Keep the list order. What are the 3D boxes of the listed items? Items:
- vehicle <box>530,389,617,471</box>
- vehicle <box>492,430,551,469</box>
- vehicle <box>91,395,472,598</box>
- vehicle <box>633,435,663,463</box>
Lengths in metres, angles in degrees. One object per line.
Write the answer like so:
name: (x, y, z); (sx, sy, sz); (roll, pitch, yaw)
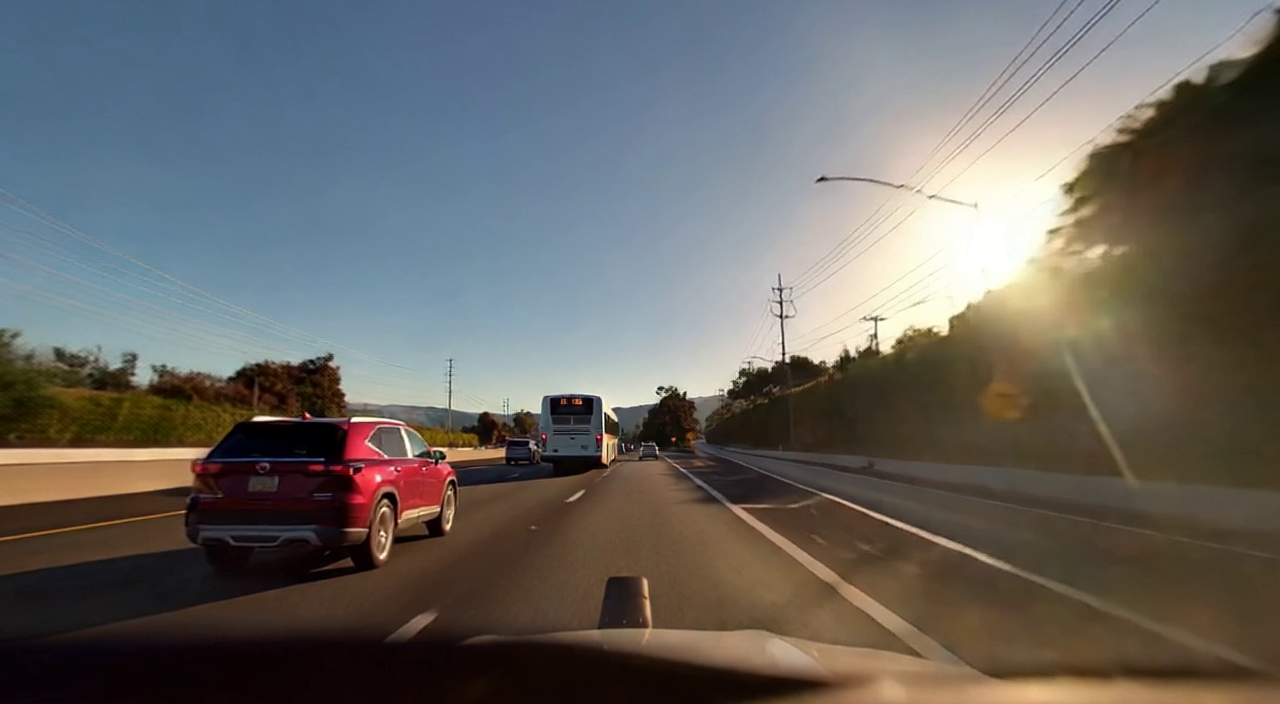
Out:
vehicle: (-3.308, 4.542, 35.264); (3.382, 3.712, 11.766); (1, -9, 1)
vehicle: (-6.920, 5.843, 37.739); (2.282, 2.116, 6.030); (0, -9, 1)
vehicle: (-3.662, 1.556, 7.603); (2.021, 1.730, 4.223); (0, -9, 1)
vehicle: (0.592, 7.208, 46.900); (2.083, 2.001, 4.782); (0, -9, 0)
